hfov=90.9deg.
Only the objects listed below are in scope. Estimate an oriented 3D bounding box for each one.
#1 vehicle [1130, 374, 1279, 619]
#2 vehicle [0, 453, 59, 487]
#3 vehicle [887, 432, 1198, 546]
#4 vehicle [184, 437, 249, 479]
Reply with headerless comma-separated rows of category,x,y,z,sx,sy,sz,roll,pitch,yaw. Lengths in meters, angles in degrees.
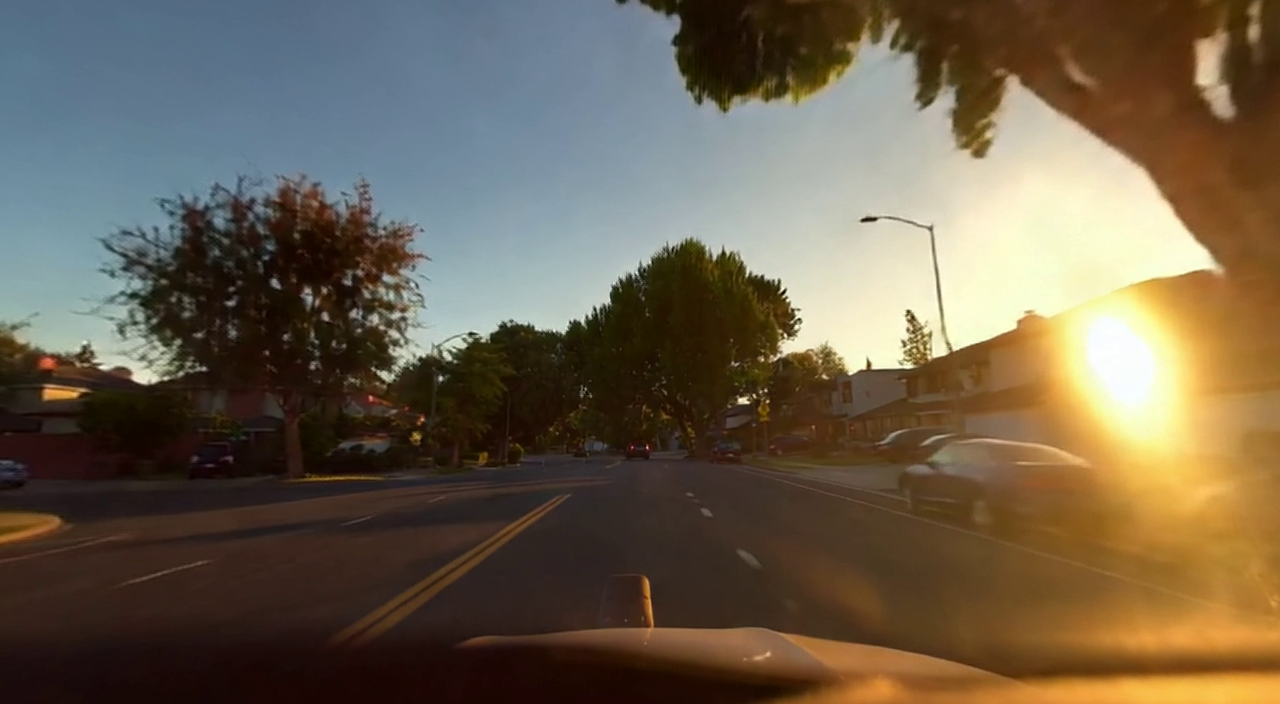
vehicle,6.511,0.936,3.544,2.878,1.927,5.774,0,-8,0
vehicle,-31.450,5.868,31.622,1.866,1.484,4.553,4,-9,-24
vehicle,6.387,2.200,10.951,2.235,1.515,4.782,0,-8,0
vehicle,-23.457,5.827,35.079,2.083,2.113,4.490,3,-9,-23
